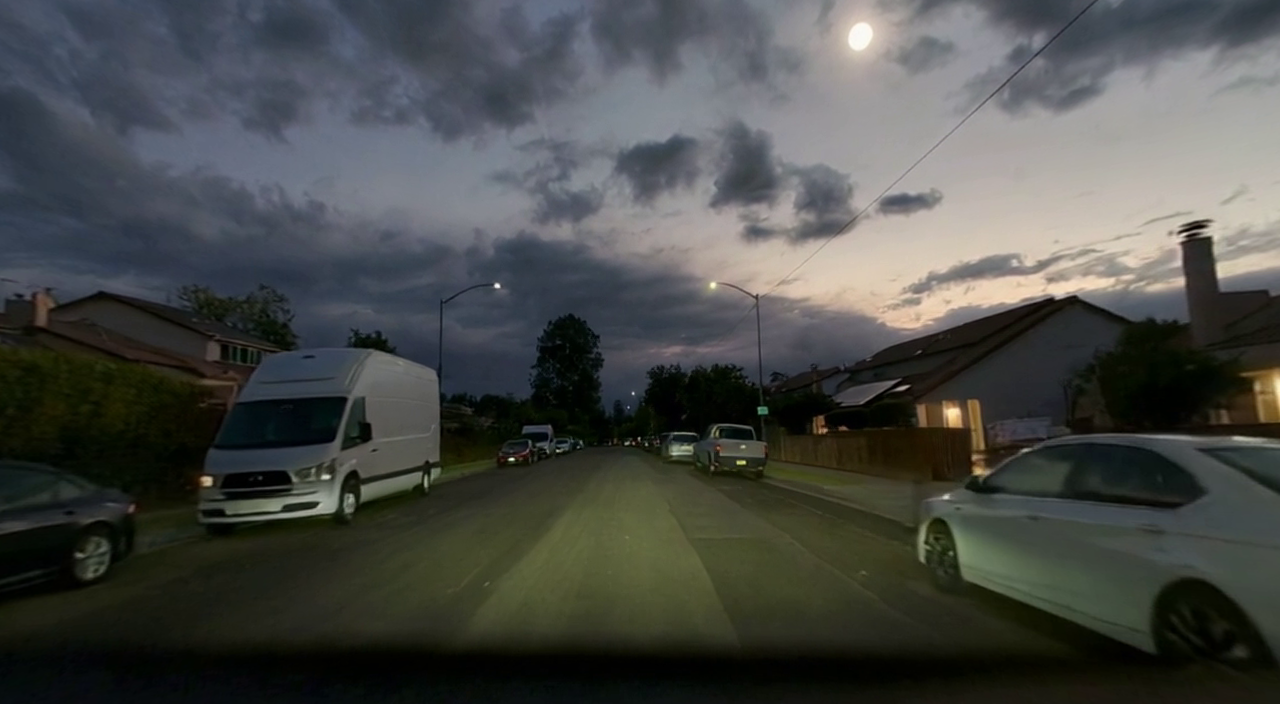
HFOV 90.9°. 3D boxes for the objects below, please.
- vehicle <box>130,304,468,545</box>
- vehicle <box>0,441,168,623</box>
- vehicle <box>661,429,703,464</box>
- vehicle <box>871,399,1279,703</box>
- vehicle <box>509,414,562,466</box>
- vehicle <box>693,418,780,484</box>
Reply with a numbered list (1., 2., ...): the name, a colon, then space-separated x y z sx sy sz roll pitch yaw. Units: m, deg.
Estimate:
1. vehicle: -6.231 1.586 13.598 2.896 3.648 8.004 0 -8 -1
2. vehicle: -6.216 1.468 4.986 1.921 1.470 4.068 0 -8 -3
3. vehicle: 2.250 5.221 35.087 1.918 1.815 4.400 0 -8 -2
4. vehicle: 3.375 1.184 4.361 1.818 1.473 4.862 0 -8 2
5. vehicle: -6.069 5.177 36.954 2.408 2.782 3.837 -2 -8 0
6. vehicle: 2.935 3.110 20.258 1.965 1.855 4.677 0 -8 -1
